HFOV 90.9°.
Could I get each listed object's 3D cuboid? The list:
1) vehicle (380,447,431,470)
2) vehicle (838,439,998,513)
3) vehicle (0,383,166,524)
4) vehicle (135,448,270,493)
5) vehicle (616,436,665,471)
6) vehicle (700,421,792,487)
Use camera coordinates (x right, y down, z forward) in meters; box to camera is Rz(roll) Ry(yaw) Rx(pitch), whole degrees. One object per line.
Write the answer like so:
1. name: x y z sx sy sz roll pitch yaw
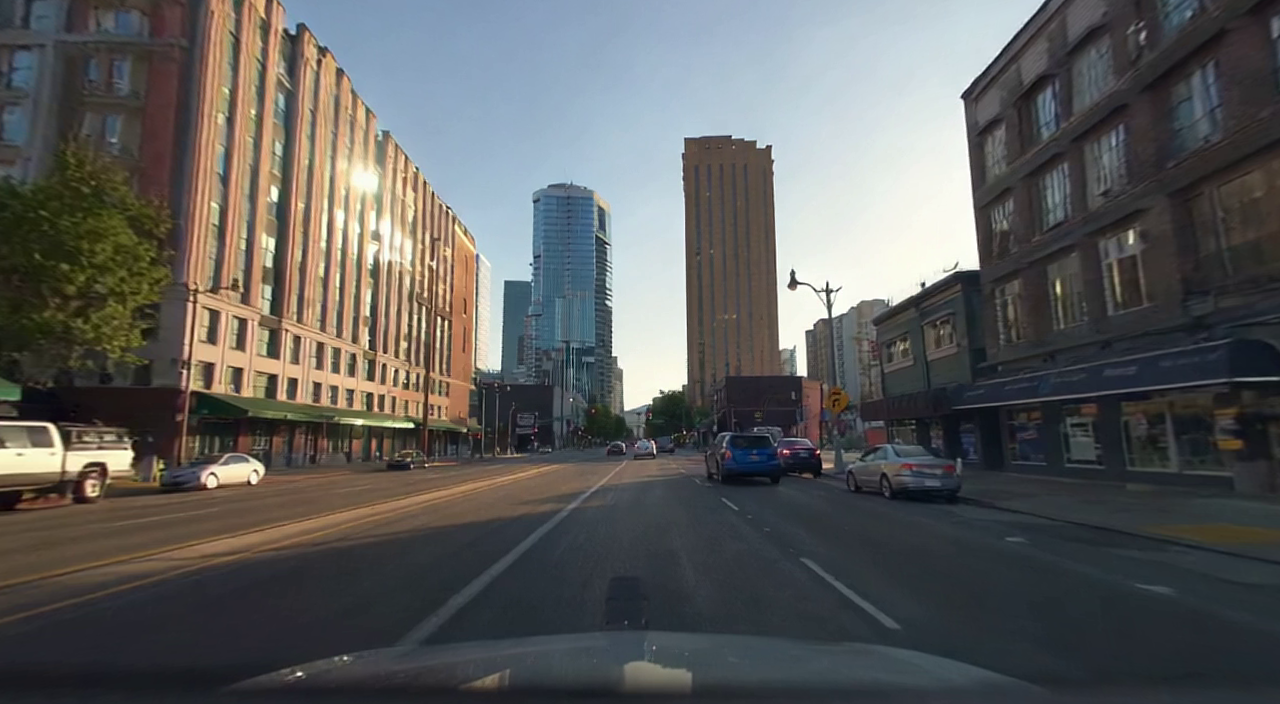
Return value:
1. vehicle: -17.267 7.812 46.639 1.924 1.558 4.620 -1 -8 1
2. vehicle: 6.824 3.067 16.156 2.107 1.589 4.477 1 -8 1
3. vehicle: -17.314 2.748 17.157 2.826 3.464 7.453 -1 -8 1
4. vehicle: -17.370 4.686 25.412 1.946 1.471 4.912 -1 -8 0
5. vehicle: 0.048 4.918 30.665 2.245 1.587 4.094 0 -8 1
6. vehicle: 3.377 3.380 21.142 2.159 1.938 4.836 0 -8 -1
